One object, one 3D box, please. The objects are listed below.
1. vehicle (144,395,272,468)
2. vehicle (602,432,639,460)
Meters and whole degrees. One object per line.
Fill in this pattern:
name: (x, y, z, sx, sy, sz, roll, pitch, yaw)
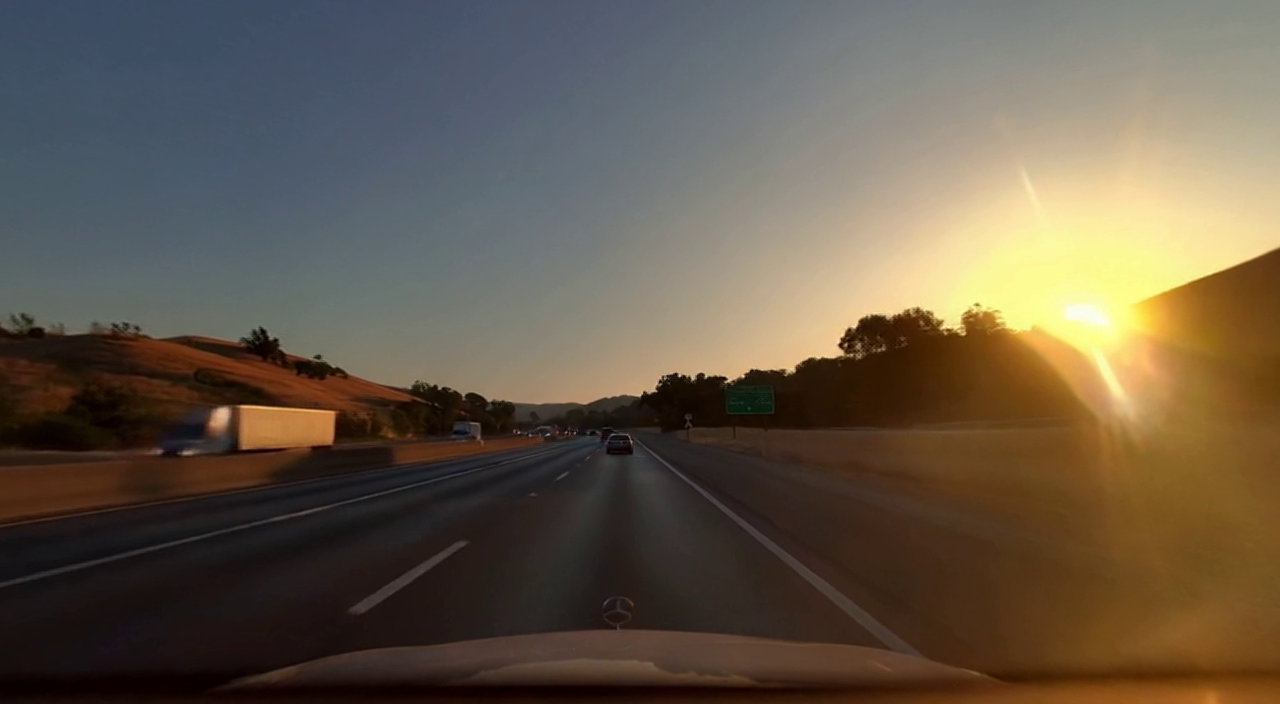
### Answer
vehicle: (-24.230, 4.523, 35.734, 2.958, 3.757, 5.987, 0, -8, -1)
vehicle: (-1.077, 5.214, 35.202, 1.948, 1.470, 3.913, 0, -8, -2)
